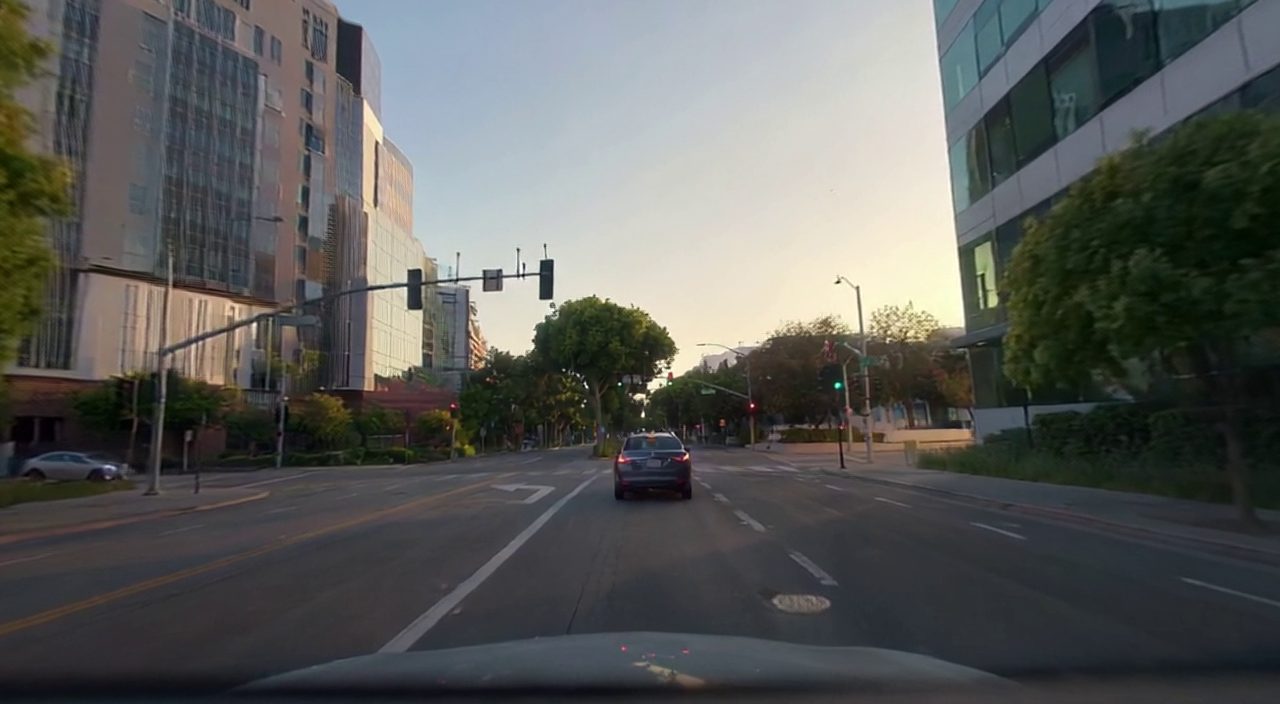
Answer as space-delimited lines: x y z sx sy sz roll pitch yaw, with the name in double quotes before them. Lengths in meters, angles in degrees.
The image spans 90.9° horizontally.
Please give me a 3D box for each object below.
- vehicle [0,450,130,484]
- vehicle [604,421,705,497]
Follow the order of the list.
"vehicle" -27.254 5.422 29.810 4.494 1.475 1.893 0 -8 -1
"vehicle" 0.309 2.603 15.774 2.184 1.640 4.086 0 -8 0
